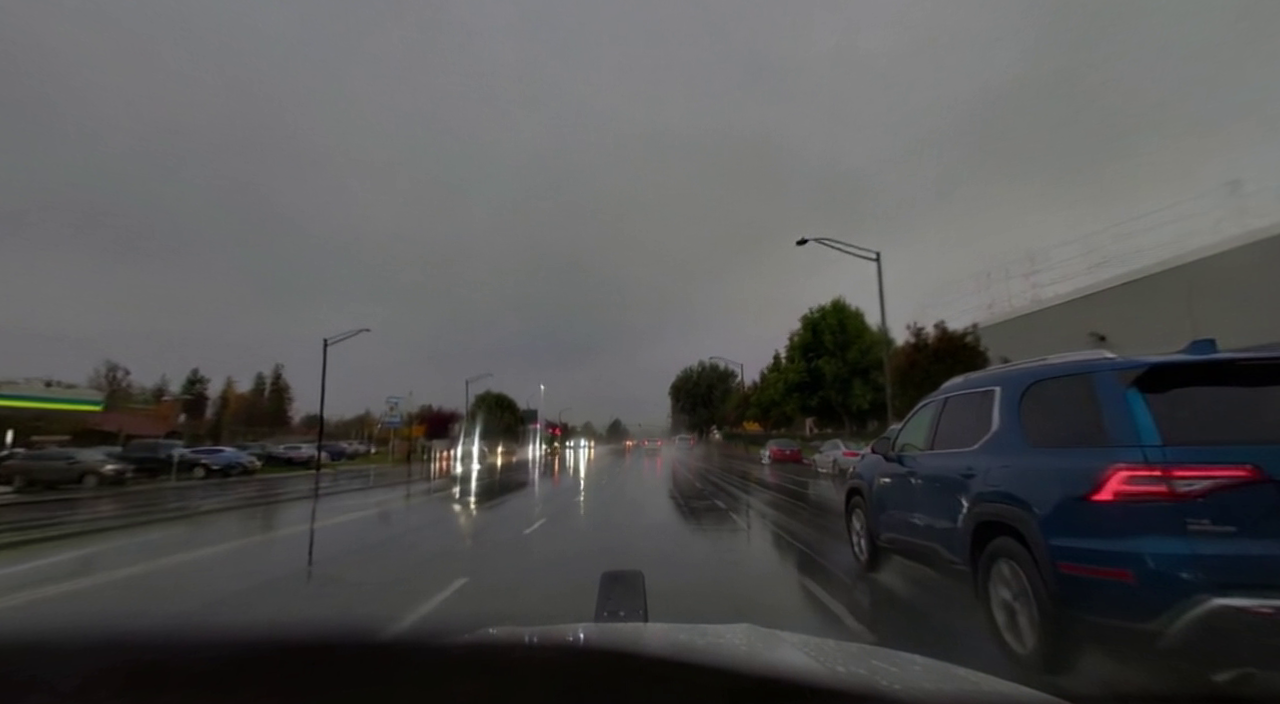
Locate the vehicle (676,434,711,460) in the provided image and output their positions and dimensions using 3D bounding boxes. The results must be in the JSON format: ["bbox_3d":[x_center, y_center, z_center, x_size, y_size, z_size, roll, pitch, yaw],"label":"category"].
[{"bbox_3d":[4.117,7.395,48.962,2.317,1.857,5.150,0,-8,1],"label":"vehicle"}]

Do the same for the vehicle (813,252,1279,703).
[{"bbox_3d":[3.016,0.960,4.492,2.246,1.963,4.777,0,-9,1],"label":"vehicle"}]

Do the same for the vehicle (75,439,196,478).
[{"bbox_3d":[-25.820,5.447,32.236,4.375,1.790,2.056,-1,-9,0],"label":"vehicle"}]

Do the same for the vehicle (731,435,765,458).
[{"bbox_3d":[8.368,7.388,48.872,1.960,1.693,4.452,0,-9,2],"label":"vehicle"}]

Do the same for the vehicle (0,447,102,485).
[{"bbox_3d":[-25.948,4.861,27.000,3.765,1.559,1.915,0,-9,1],"label":"vehicle"}]
